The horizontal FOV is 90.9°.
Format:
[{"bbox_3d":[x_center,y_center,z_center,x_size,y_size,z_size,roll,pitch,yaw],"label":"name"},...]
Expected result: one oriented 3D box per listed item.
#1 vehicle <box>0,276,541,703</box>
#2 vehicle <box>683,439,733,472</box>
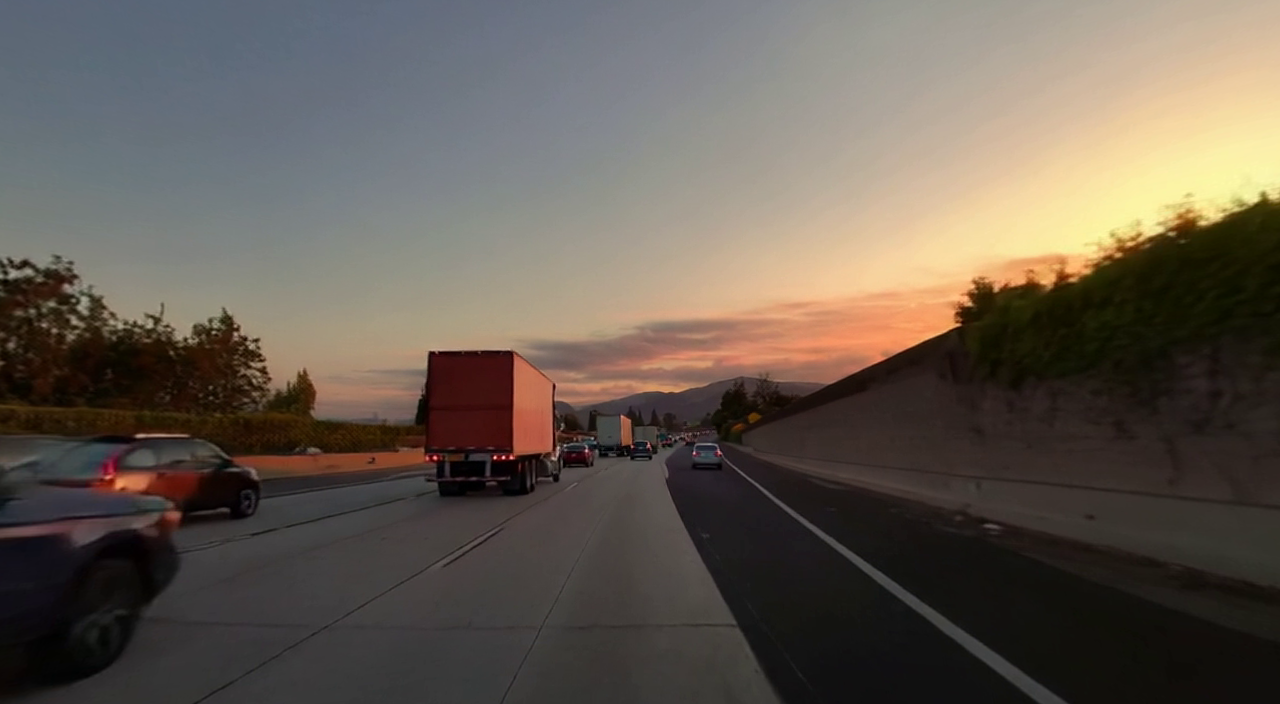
[{"bbox_3d":[-3.957,1.512,7.835,3.050,1.964,15.030,0,-8,0],"label":"vehicle"},{"bbox_3d":[3.166,4.934,30.258,2.176,1.493,3.955,-1,-8,3],"label":"vehicle"}]
